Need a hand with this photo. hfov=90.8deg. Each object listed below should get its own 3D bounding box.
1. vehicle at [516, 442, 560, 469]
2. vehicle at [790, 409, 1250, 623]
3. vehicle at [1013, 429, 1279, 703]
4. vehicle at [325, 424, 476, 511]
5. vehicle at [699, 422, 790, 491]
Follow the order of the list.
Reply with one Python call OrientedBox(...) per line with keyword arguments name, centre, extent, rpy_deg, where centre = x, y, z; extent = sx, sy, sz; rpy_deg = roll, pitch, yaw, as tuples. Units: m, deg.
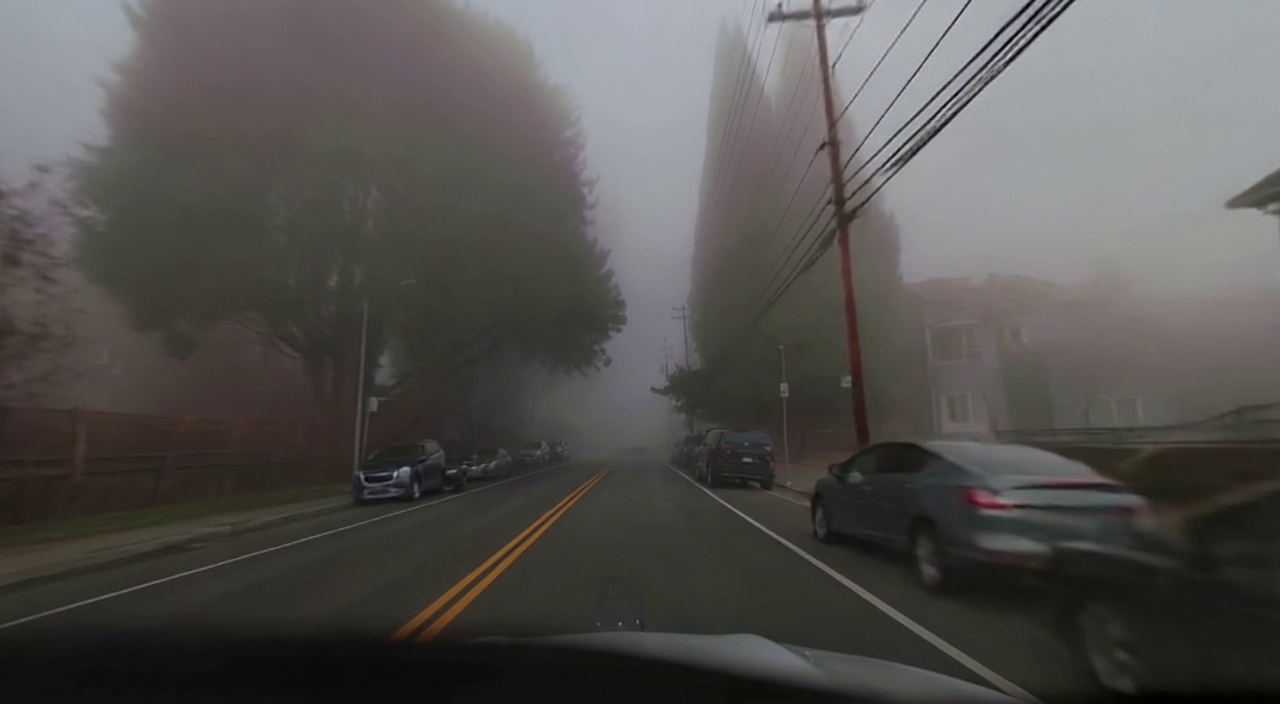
OrientedBox(name="vehicle", centre=(-6.839, 6.934, 42.726), extent=(2.084, 1.573, 4.599), rpy_deg=(-2, -7, 2))
OrientedBox(name="vehicle", centre=(3.426, 1.569, 7.202), extent=(2.158, 1.560, 4.865), rpy_deg=(0, -8, -1))
OrientedBox(name="vehicle", centre=(3.416, 0.902, 1.838), extent=(1.967, 1.382, 4.361), rpy_deg=(0, -8, 0))
OrientedBox(name="vehicle", centre=(-6.681, 3.215, 18.435), extent=(2.451, 2.099, 5.112), rpy_deg=(-1, -7, -1))
OrientedBox(name="vehicle", centre=(3.281, 3.425, 21.089), extent=(2.065, 1.953, 5.359), rpy_deg=(0, -8, 0))
